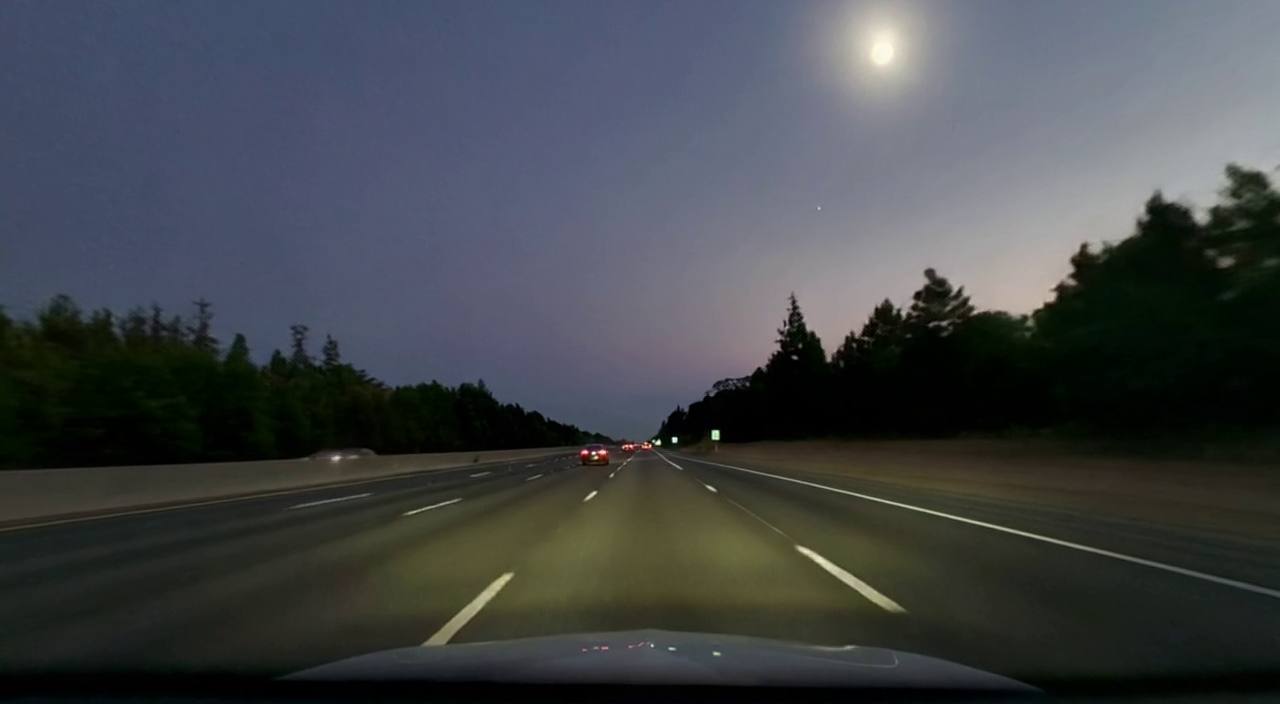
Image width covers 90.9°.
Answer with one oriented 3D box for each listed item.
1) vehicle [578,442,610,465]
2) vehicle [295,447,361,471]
[{"bbox_3d":[-3.303,7.397,46.185,1.993,1.589,3.898,0,-8,0],"label":"vehicle"},{"bbox_3d":[-21.214,7.278,43.130,2.022,1.472,4.629,0,-8,2],"label":"vehicle"}]
